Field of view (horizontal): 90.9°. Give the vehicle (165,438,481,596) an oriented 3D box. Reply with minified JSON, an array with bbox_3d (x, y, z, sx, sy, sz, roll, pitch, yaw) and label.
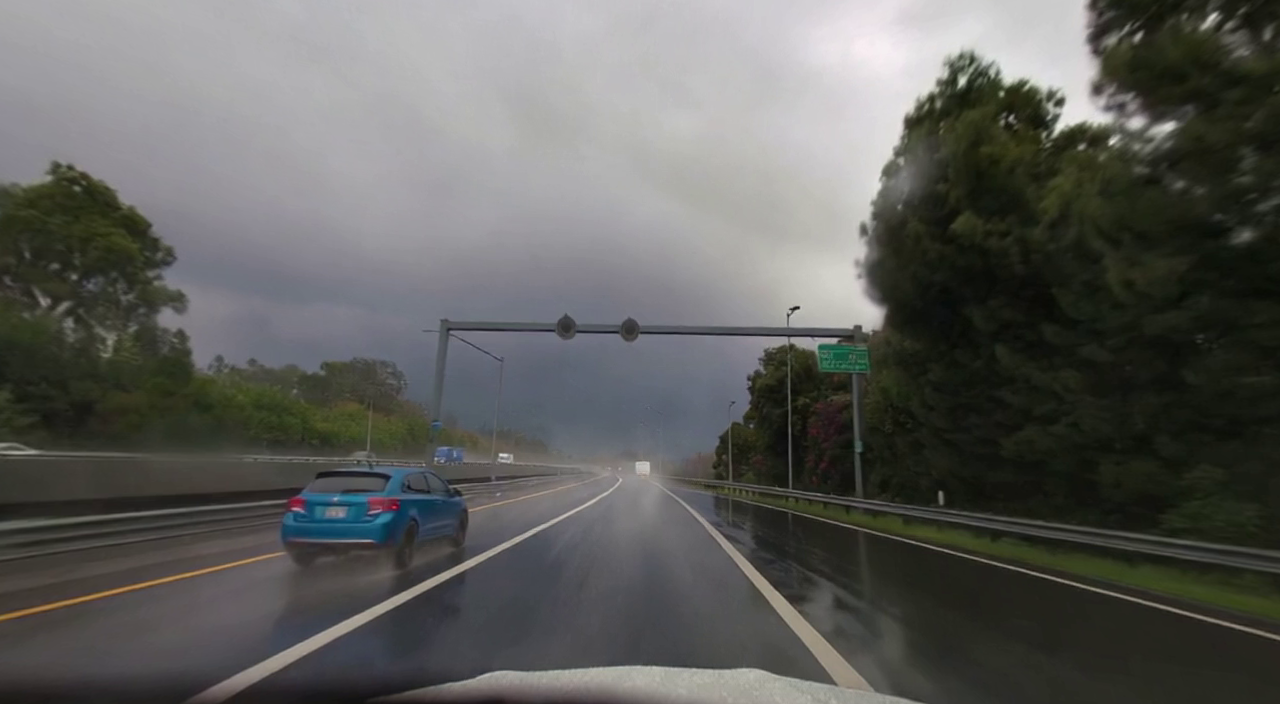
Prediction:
[{"bbox_3d":[-3.775,2.070,8.625,1.967,1.556,4.364,0,-10,1],"label":"vehicle"}]
